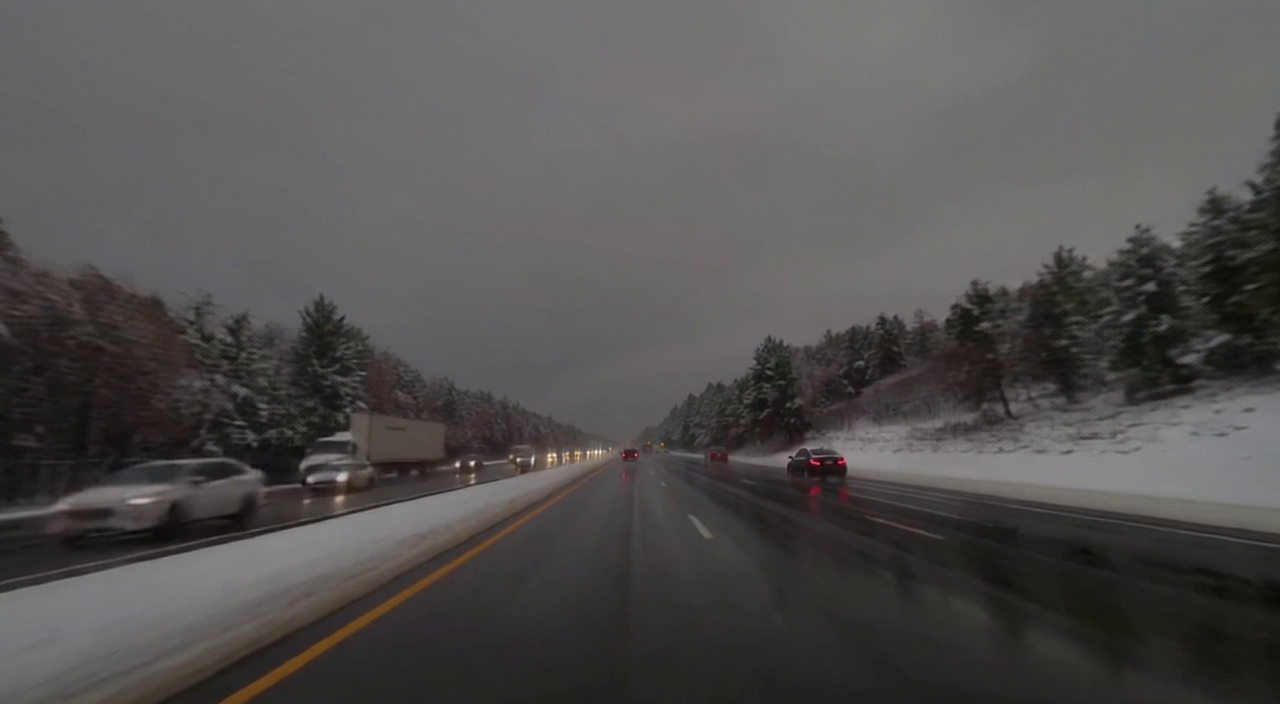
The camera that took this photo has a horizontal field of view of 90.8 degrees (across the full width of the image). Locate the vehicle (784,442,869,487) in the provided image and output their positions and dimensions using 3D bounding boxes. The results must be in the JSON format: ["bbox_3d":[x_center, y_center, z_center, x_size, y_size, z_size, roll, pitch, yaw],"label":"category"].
[{"bbox_3d":[6.938,4.218,23.924,1.903,1.566,3.866,0,-9,-2],"label":"vehicle"}]

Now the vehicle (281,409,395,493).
[{"bbox_3d":[-16.862,5.623,35.867,3.339,4.325,5.934,0,-9,0],"label":"vehicle"}]

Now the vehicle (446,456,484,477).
[{"bbox_3d":[-13.632,8.940,49.351,1.807,1.535,4.105,0,-9,0],"label":"vehicle"}]

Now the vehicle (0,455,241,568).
[{"bbox_3d":[-9.009,2.551,10.766,1.857,1.511,3.838,0,-9,0],"label":"vehicle"}]

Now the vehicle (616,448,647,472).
[{"bbox_3d":[-0.574,7.336,43.061,2.021,1.507,4.272,0,-9,0],"label":"vehicle"}]

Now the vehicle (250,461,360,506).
[{"bbox_3d":[-12.930,5.071,24.740,1.841,1.485,4.485,0,-9,0],"label":"vehicle"}]
